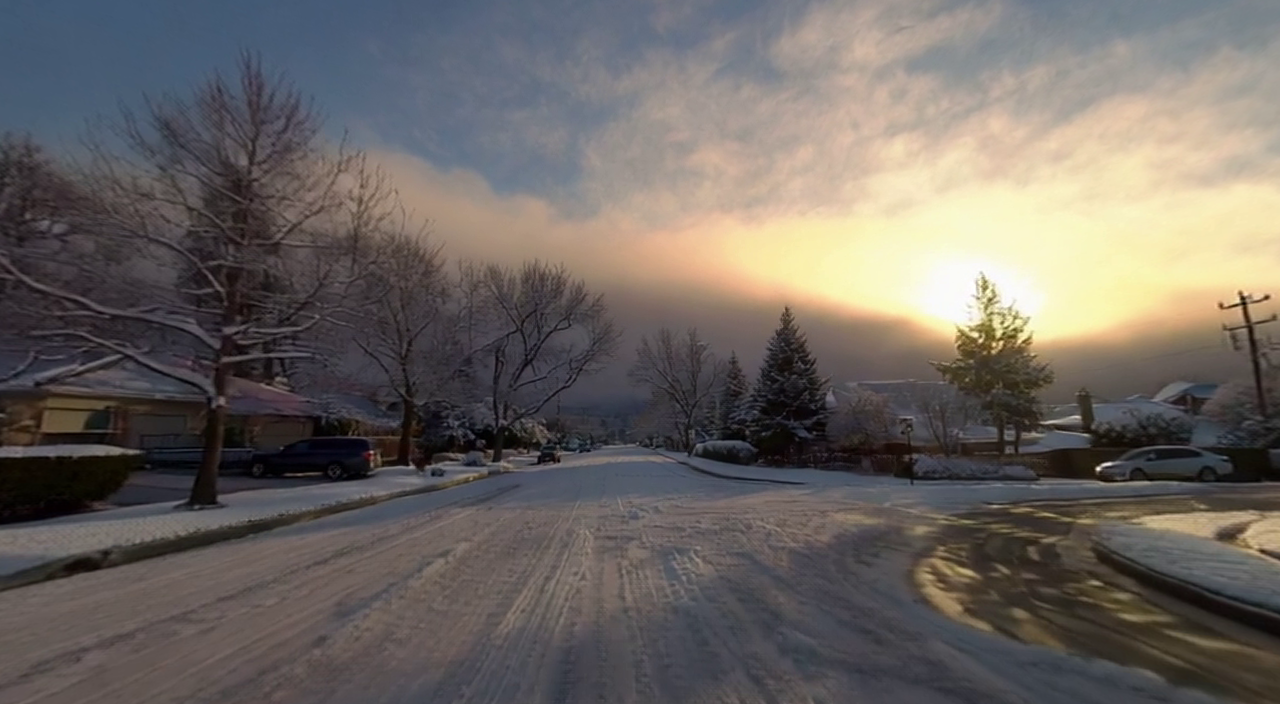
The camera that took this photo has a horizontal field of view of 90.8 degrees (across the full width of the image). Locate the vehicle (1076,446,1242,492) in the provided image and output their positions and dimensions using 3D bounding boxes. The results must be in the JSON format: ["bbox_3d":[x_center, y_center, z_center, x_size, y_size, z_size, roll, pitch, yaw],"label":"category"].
[{"bbox_3d":[20.162,4.529,24.717,4.607,1.694,2.106,0,-9,-1],"label":"vehicle"}]

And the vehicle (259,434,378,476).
[{"bbox_3d":[-13.453,4.340,26.606,3.921,1.629,1.832,0,-10,2],"label":"vehicle"}]
